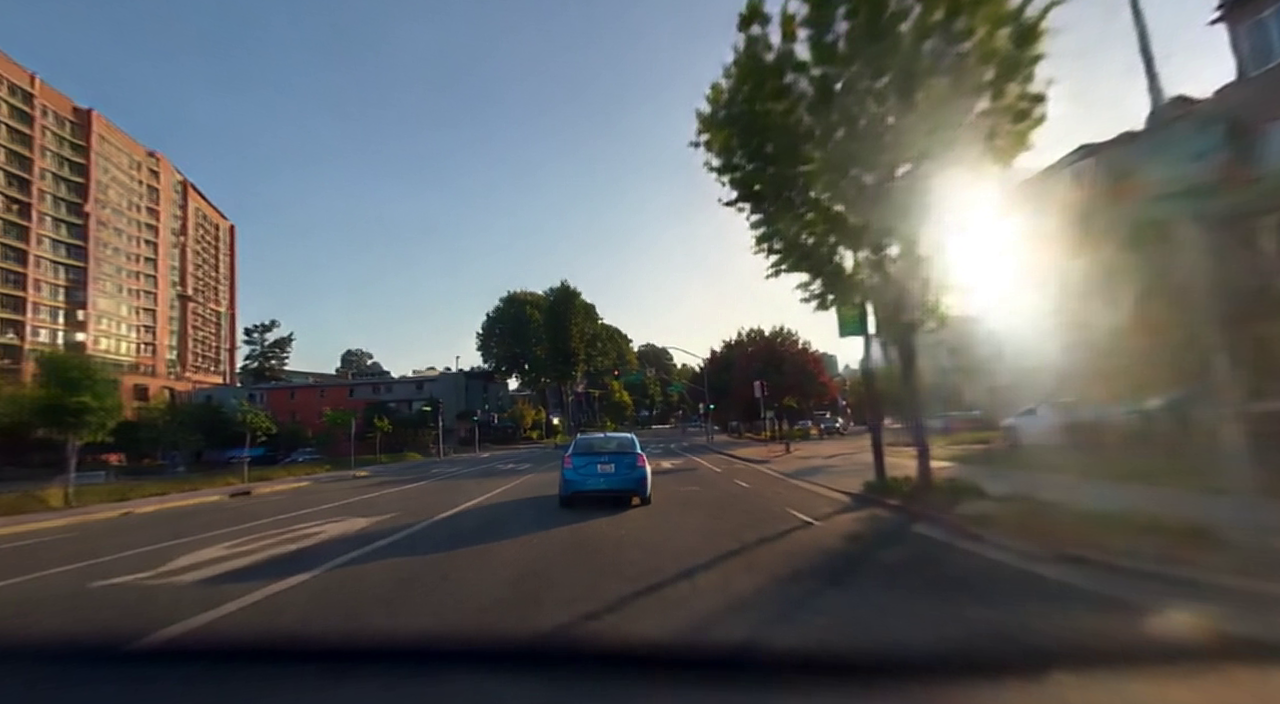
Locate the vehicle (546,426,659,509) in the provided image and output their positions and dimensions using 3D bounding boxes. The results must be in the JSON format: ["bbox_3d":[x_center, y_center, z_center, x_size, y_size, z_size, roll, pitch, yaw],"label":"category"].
[{"bbox_3d":[-0.858,2.255,12.930,1.950,1.401,4.159,1,-8,-6],"label":"vehicle"}]
